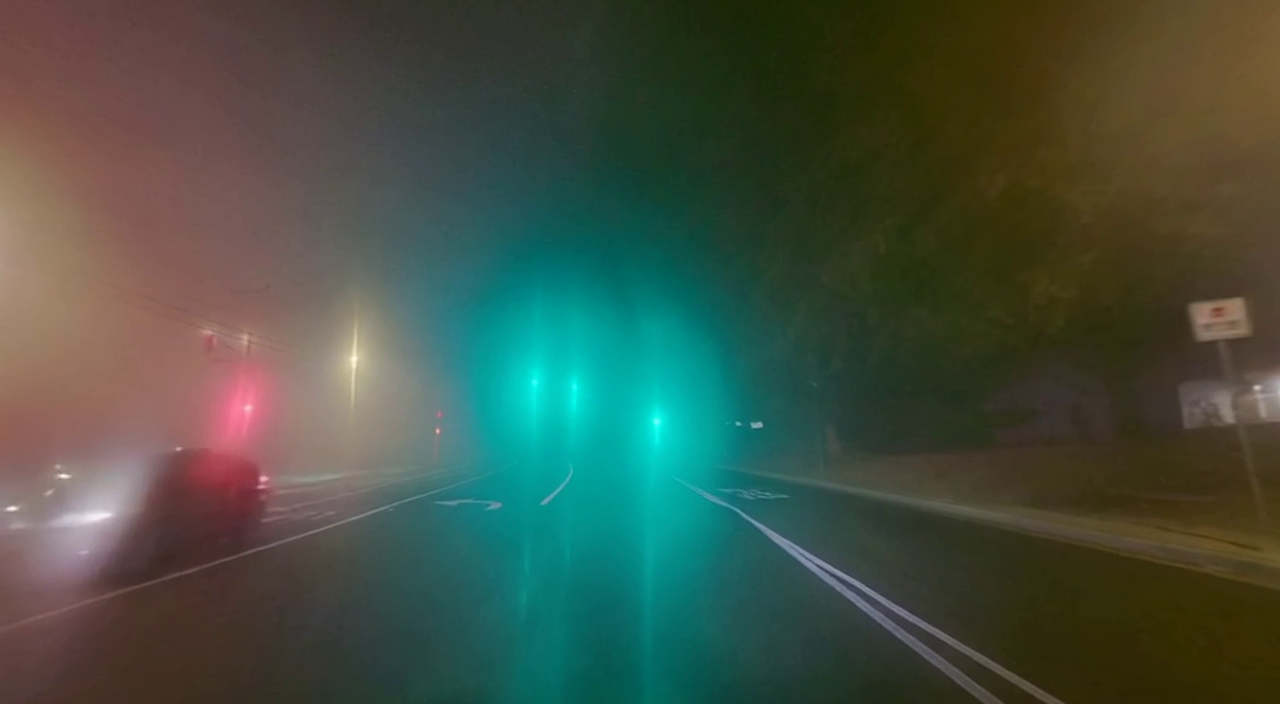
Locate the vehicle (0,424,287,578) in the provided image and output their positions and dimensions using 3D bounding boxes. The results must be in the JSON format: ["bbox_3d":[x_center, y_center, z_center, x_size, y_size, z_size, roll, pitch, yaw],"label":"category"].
[{"bbox_3d":[-7.857,2.099,9.801,2.175,1.796,4.605,0,-8,-2],"label":"vehicle"}]
